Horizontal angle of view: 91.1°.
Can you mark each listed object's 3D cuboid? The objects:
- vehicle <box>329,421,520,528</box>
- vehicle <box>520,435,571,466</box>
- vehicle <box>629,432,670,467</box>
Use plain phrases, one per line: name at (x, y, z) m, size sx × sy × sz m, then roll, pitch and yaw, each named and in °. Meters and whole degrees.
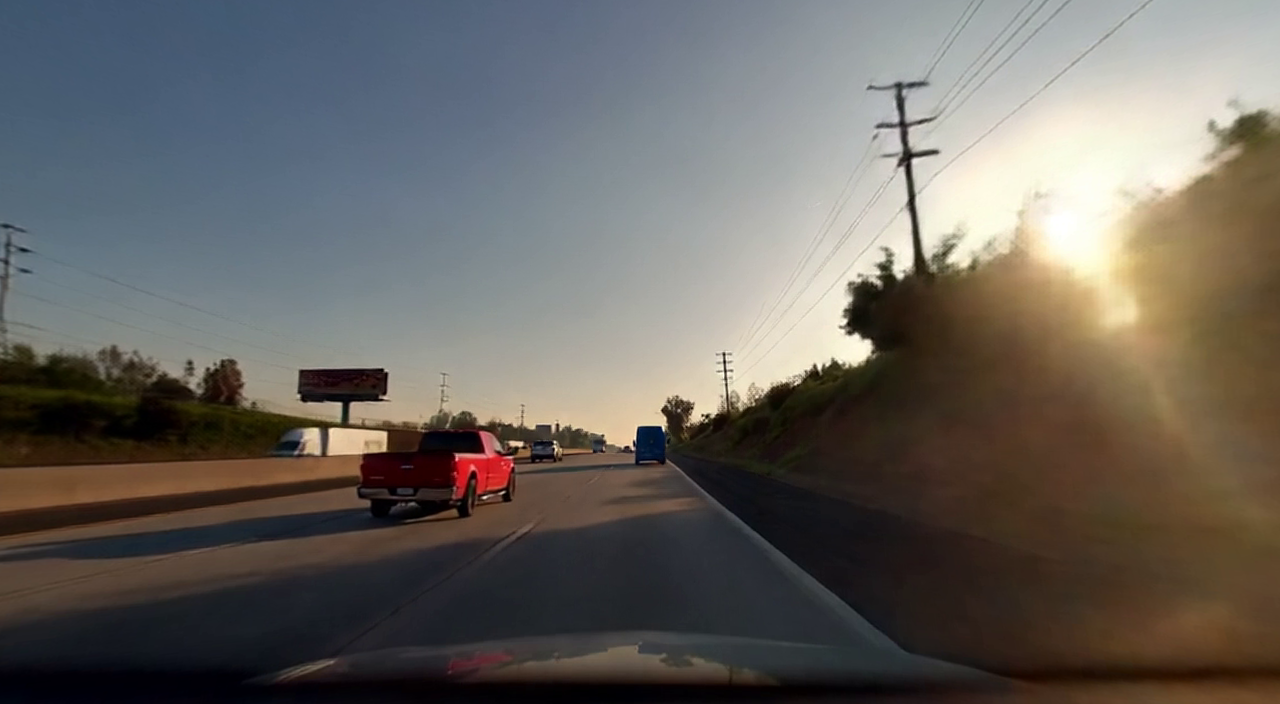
vehicle at (-4.006, 2.368, 12.748) m, size 2.145 × 1.730 × 4.729 m, roll 0°, pitch -8°, yaw 1°
vehicle at (-6.882, 7.298, 46.758) m, size 2.695 × 2.084 × 6.836 m, roll 0°, pitch -8°, yaw 1°
vehicle at (0.635, 6.866, 44.245) m, size 2.692 × 2.279 × 5.695 m, roll 0°, pitch -8°, yaw 1°
